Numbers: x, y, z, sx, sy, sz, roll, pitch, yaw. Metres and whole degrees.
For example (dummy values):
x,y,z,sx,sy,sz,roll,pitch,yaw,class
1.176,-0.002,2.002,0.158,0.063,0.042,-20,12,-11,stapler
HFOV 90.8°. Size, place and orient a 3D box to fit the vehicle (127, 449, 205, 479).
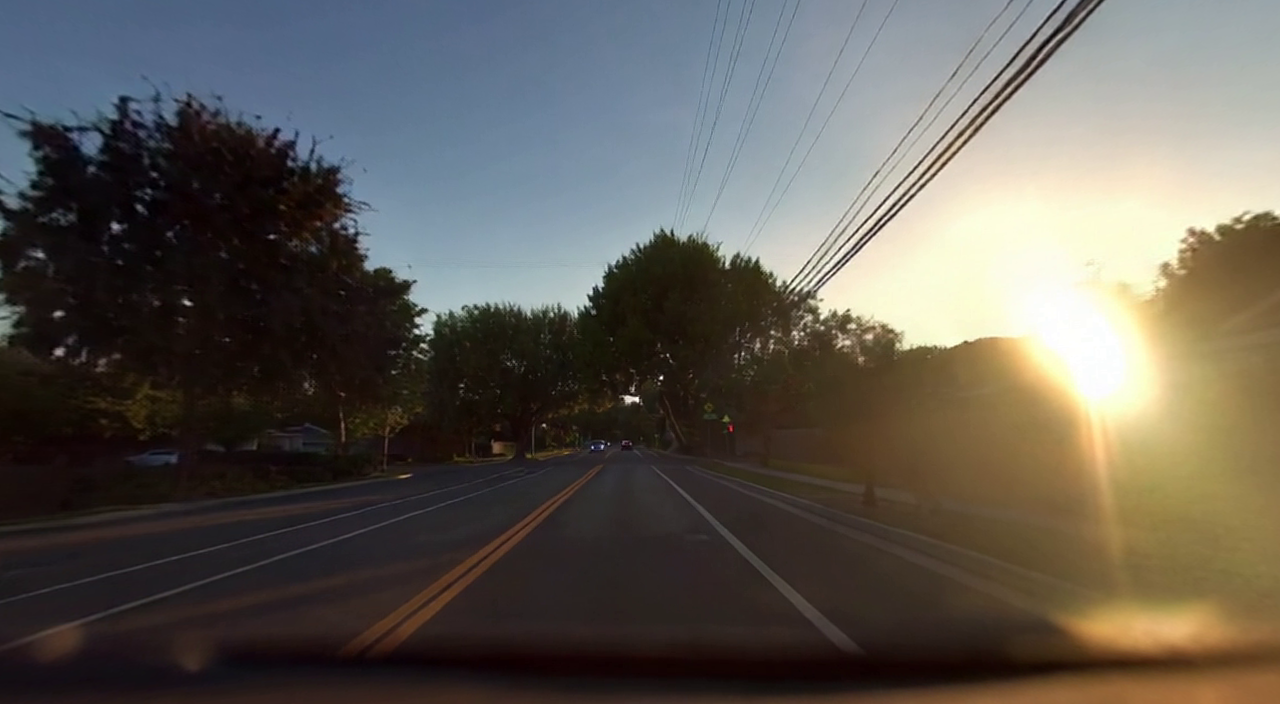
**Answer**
x,y,z,sx,sy,sz,roll,pitch,yaw,class
-33.444,7.873,44.783,1.885,1.698,5.050,0,-6,-3,vehicle
